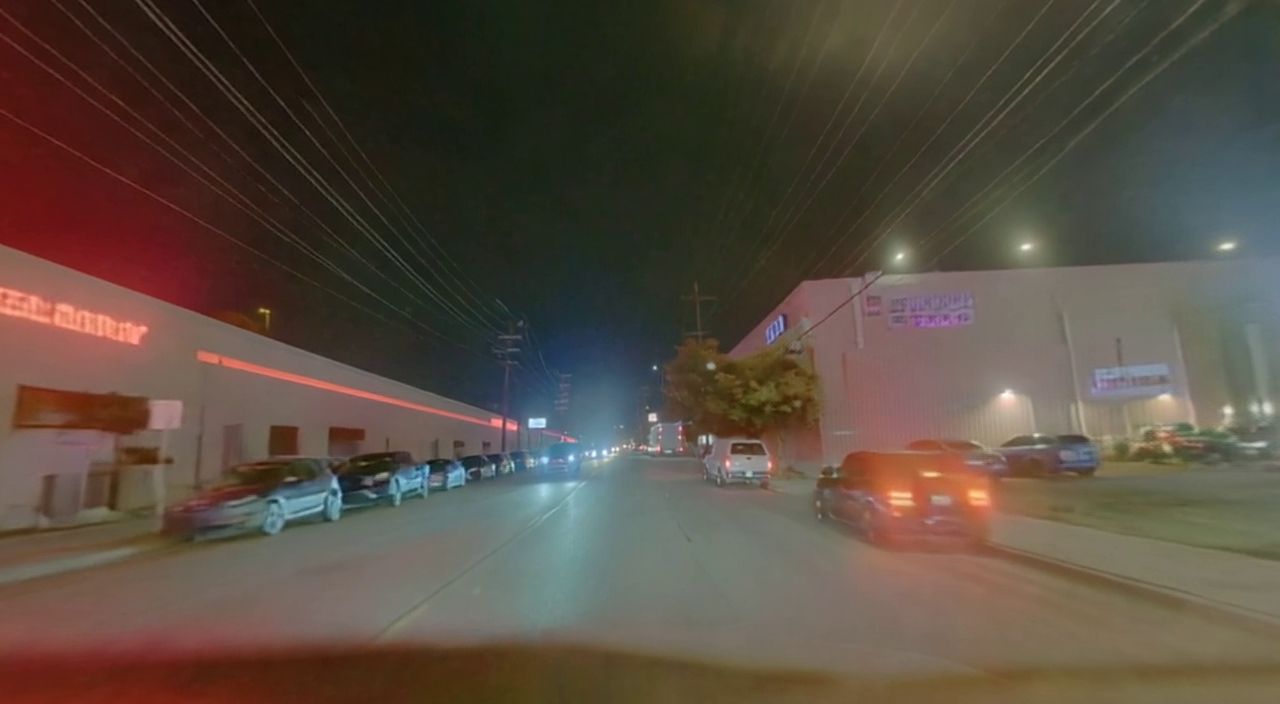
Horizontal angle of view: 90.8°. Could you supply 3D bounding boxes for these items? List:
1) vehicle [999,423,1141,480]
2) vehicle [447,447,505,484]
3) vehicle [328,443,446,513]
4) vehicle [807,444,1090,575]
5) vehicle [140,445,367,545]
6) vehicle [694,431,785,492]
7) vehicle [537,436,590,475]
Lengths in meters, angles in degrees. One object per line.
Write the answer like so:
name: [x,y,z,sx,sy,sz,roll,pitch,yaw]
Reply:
vehicle: [14.662,3.417,21.863,1.828,1.749,4.000,0,-8,-4]
vehicle: [-8.225,5.677,32.078,1.903,1.710,4.322,0,-8,-2]
vehicle: [-7.782,3.851,19.937,1.933,1.754,4.514,-3,-7,-1]
vehicle: [4.127,2.131,9.492,1.919,1.453,4.425,0,-8,-2]
vehicle: [-7.974,2.924,13.737,2.194,1.775,4.482,0,-8,-2]
vehicle: [3.491,3.976,23.473,2.218,1.956,5.916,0,-8,-2]
vehicle: [-4.179,5.792,35.579,2.275,1.999,5.723,0,-8,0]
